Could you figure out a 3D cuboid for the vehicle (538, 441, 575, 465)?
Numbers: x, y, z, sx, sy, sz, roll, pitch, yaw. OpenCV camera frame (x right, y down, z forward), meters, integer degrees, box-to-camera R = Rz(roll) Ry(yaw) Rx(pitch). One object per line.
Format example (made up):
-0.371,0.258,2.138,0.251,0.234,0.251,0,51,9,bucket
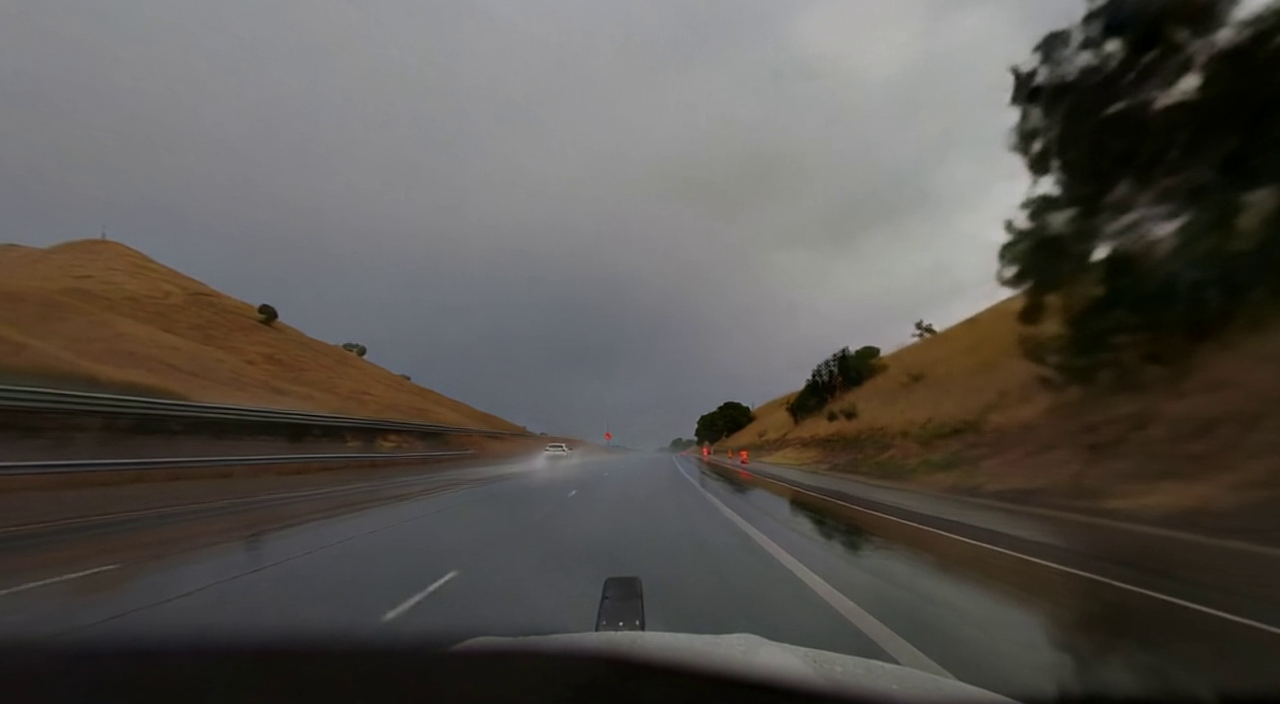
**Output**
-6.013,7.350,45.891,2.042,1.585,4.162,0,-9,2,vehicle
